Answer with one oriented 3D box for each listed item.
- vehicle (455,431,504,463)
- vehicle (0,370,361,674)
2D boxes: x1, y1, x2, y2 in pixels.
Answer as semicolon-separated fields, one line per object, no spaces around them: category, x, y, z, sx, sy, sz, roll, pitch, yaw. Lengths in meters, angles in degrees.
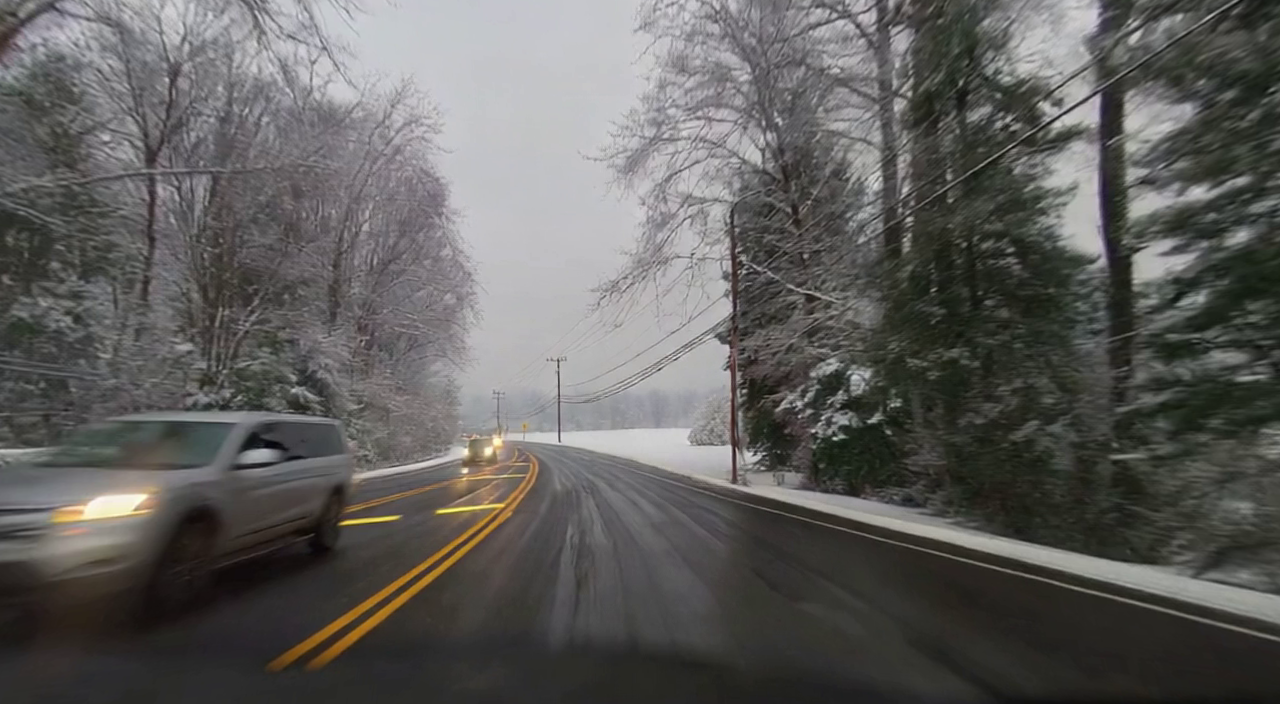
vehicle;-10.448;6.225;41.541;2.397;1.932;5.703;1;-8;-7
vehicle;-4.885;1.433;6.449;2.312;1.962;4.692;1;-8;-6
